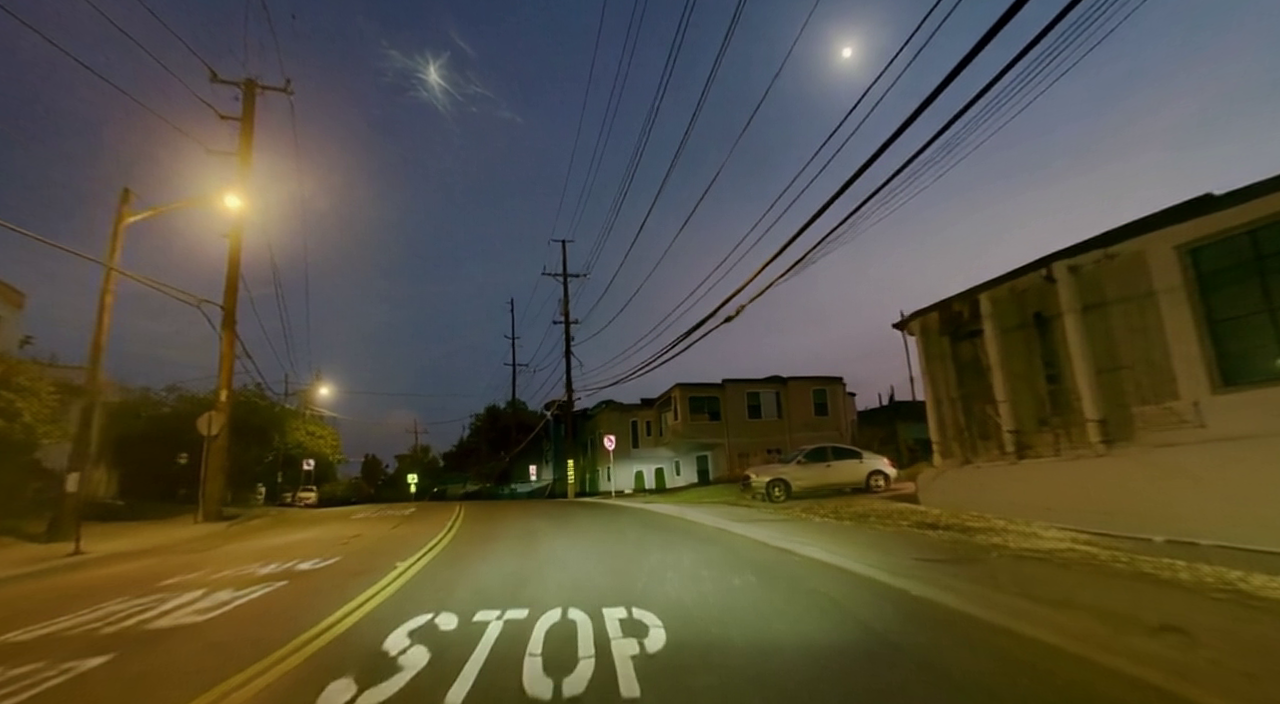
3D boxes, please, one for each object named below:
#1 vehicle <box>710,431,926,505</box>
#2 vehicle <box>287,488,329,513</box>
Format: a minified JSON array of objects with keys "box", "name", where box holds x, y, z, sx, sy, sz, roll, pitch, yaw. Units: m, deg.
[{"box":[5.135,3.358,18.617,5.578,1.842,2.300,0,-9,-12],"name":"vehicle"},{"box":[-25.036,11.156,47.542,1.994,1.515,4.385,6,-11,-37],"name":"vehicle"}]
